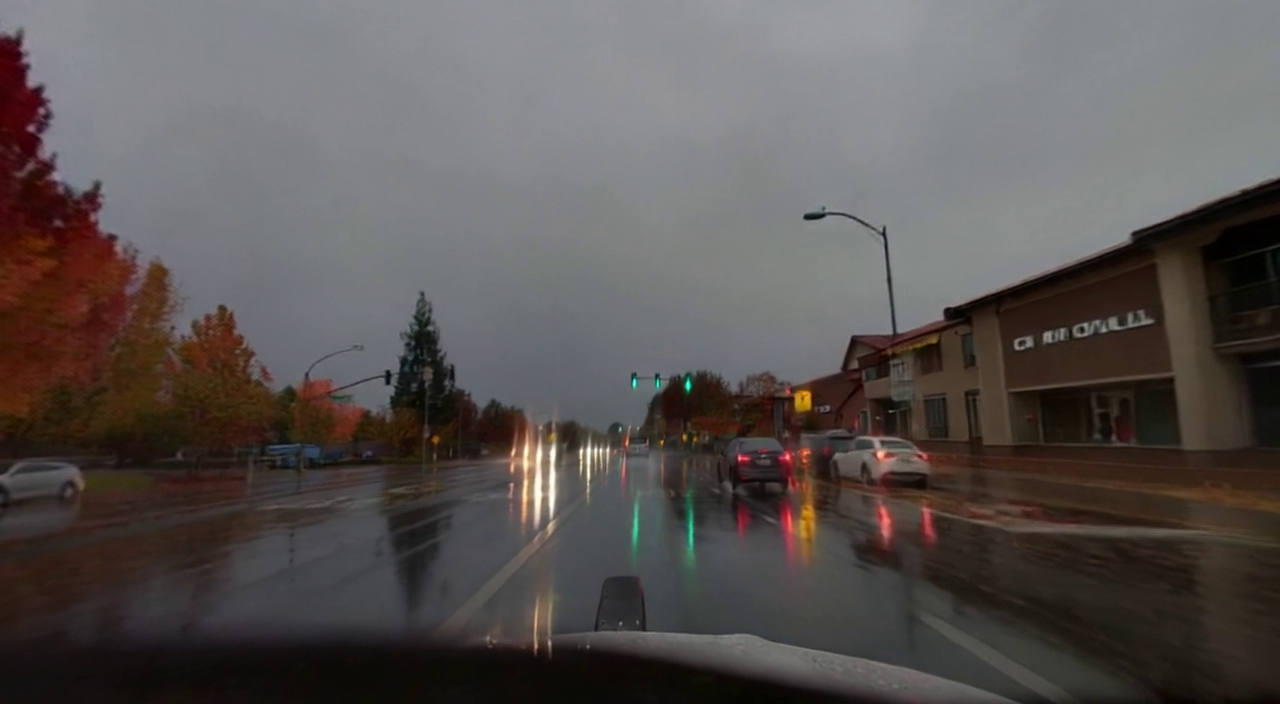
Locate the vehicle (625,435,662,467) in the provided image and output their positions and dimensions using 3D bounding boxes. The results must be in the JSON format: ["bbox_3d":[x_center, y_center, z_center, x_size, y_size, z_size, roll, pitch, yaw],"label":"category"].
[{"bbox_3d":[0.197,6.267,39.961,2.239,1.856,4.815,0,-9,0],"label":"vehicle"}]

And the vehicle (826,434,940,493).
[{"bbox_3d":[7.261,3.361,19.304,1.876,1.598,4.171,0,-9,1],"label":"vehicle"}]

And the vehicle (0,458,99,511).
[{"bbox_3d":[-22.406,4.701,22.617,1.915,1.686,4.422,0,-9,2],"label":"vehicle"}]

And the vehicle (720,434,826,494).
[{"bbox_3d":[3.759,3.278,18.720,2.178,1.546,4.311,0,-9,0],"label":"vehicle"}]
